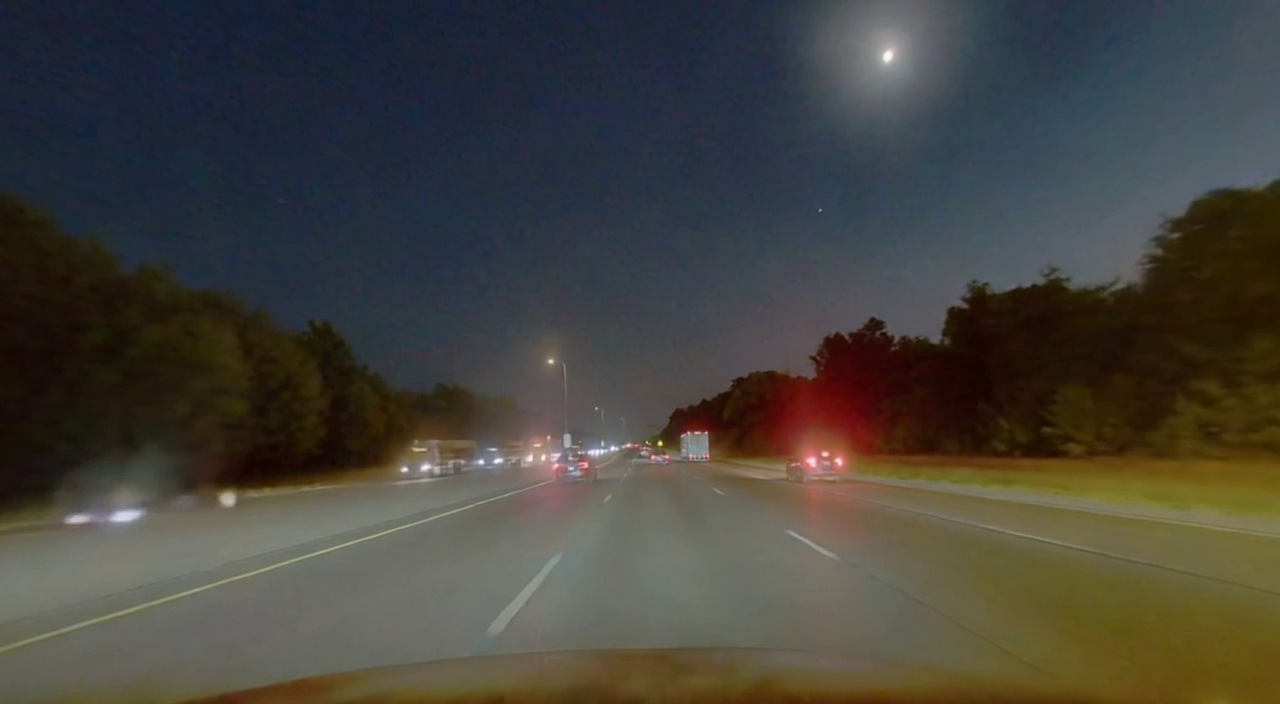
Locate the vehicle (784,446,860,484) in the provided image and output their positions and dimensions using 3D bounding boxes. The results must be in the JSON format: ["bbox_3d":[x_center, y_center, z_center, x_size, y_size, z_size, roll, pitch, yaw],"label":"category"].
[{"bbox_3d":[7.864,4.923,27.696,1.943,1.493,4.507,0,-9,-1],"label":"vehicle"}]

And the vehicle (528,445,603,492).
[{"bbox_3d":[-2.644,4.285,23.491,2.191,1.563,4.318,0,-9,1],"label":"vehicle"}]

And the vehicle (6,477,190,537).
[{"bbox_3d":[-17.158,4.900,20.336,1.893,1.483,4.433,0,-9,2],"label":"vehicle"}]
